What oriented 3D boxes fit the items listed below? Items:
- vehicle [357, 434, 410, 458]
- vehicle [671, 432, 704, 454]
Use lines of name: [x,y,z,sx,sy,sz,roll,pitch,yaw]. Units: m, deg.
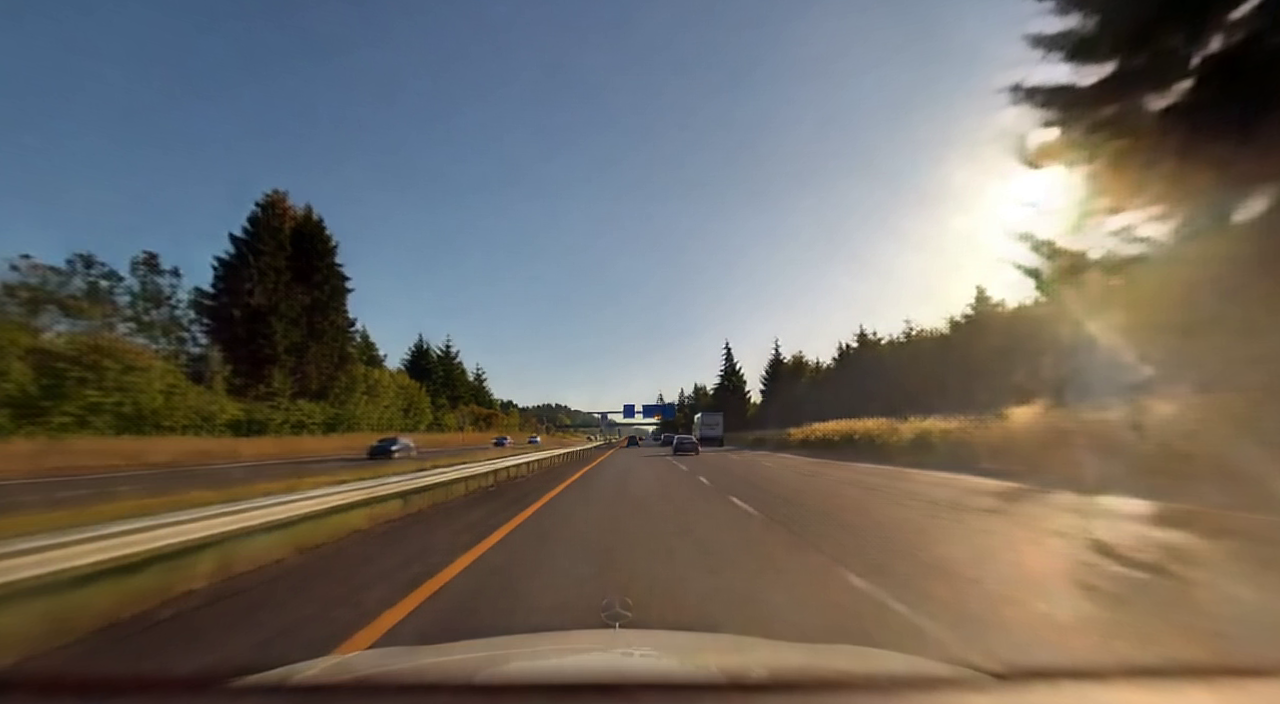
vehicle: [-17.268,6.308,42.591,1.822,1.497,4.147,0,-7,0]
vehicle: [3.490,6.772,47.023,1.986,1.501,4.529,0,-7,-2]
